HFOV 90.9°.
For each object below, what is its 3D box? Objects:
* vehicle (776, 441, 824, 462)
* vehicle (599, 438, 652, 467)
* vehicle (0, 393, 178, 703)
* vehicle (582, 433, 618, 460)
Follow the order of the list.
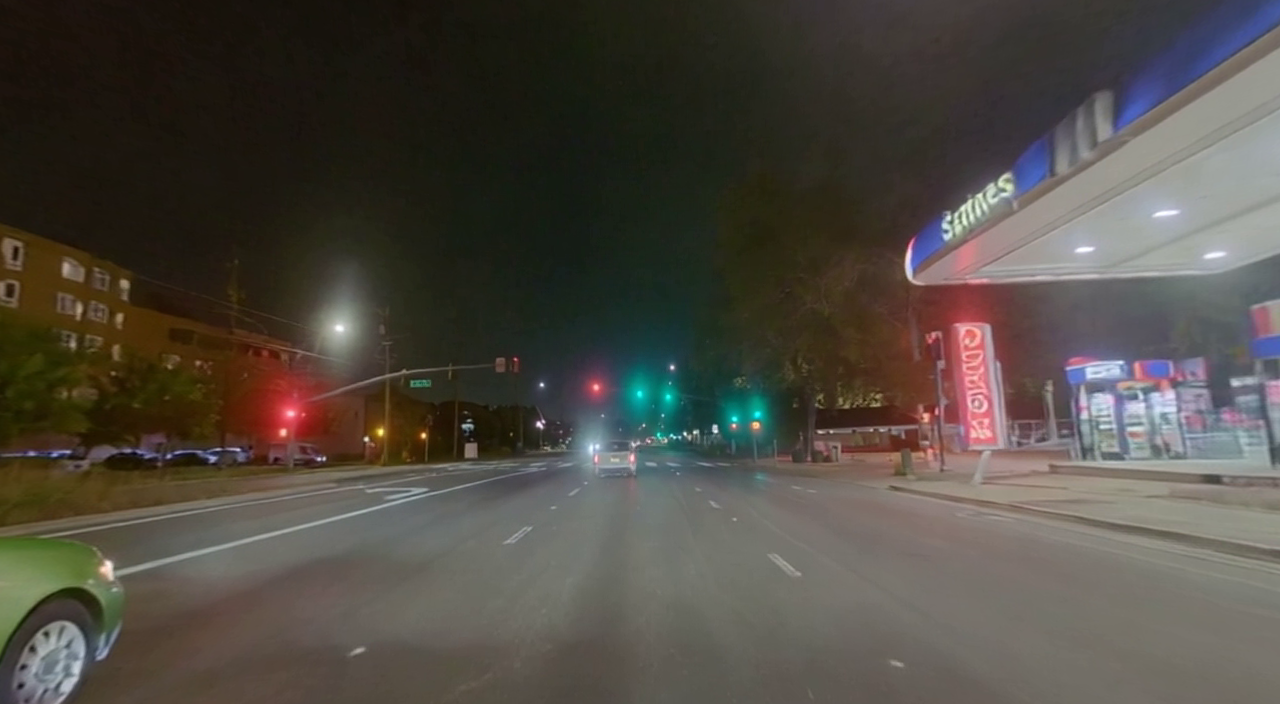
[{"bbox_3d":[11.526,7.101,45.204,1.810,1.463,4.245,-6,-10,37],"label":"vehicle"},{"bbox_3d":[-0.687,5.311,33.526,2.082,1.460,4.442,-1,-8,9],"label":"vehicle"},{"bbox_3d":[-3.471,0.706,1.070,2.018,1.470,4.346,0,-8,1],"label":"vehicle"},{"bbox_3d":[-2.796,6.745,44.888,2.160,1.803,4.419,0,-8,2],"label":"vehicle"}]
